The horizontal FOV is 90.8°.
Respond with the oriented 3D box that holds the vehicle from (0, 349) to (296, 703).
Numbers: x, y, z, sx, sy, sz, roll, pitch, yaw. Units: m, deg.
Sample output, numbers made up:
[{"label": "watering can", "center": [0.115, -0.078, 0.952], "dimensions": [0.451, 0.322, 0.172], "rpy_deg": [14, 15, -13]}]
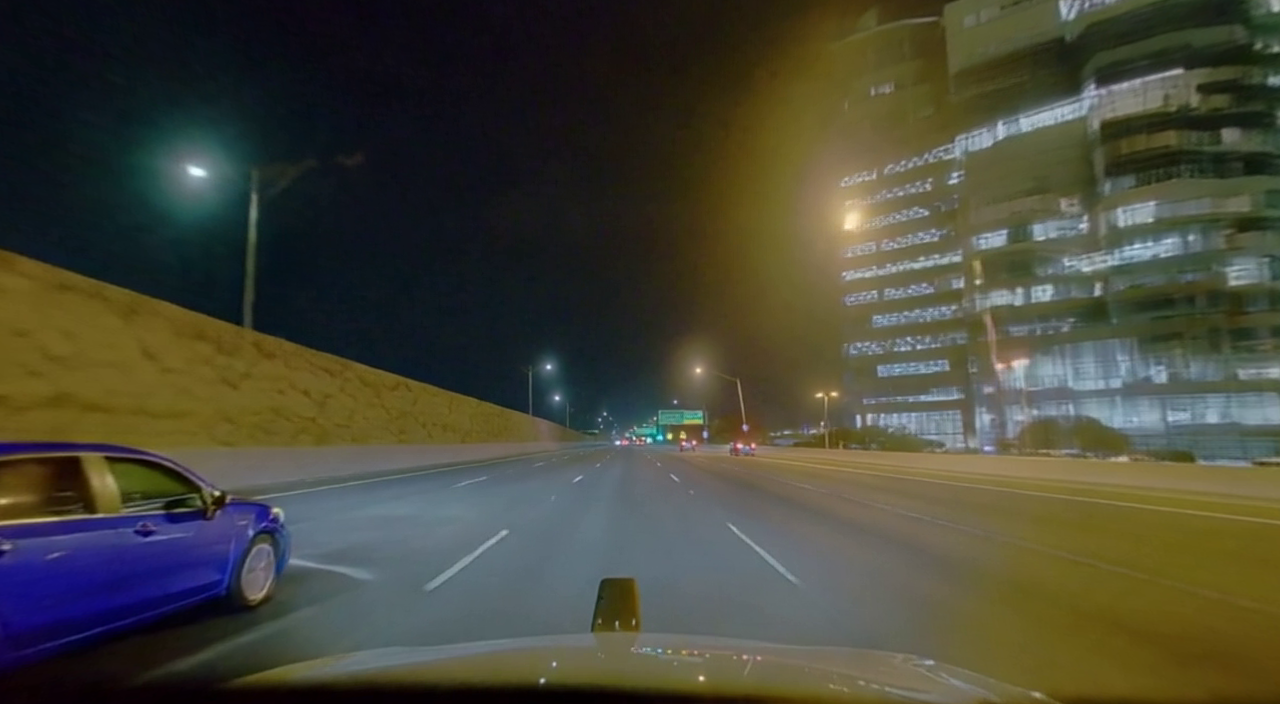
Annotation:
[{"label": "vehicle", "center": [-3.800, 0.839, 2.880], "dimensions": [2.070, 1.641, 4.315], "rpy_deg": [0, -8, -1]}]
